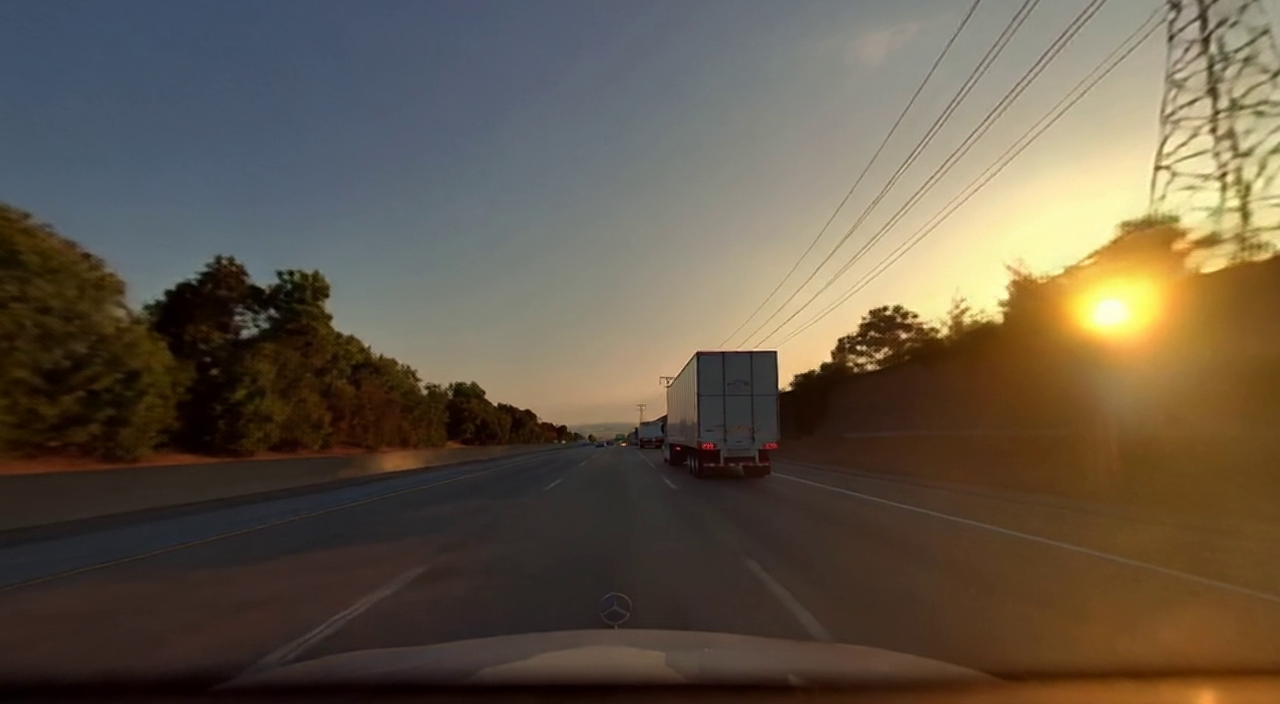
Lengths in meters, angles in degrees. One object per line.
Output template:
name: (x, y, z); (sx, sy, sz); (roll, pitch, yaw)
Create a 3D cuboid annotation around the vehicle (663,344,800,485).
vehicle: (2.904, 2.741, 25.306); (2.905, 4.080, 14.157); (0, -8, -2)
